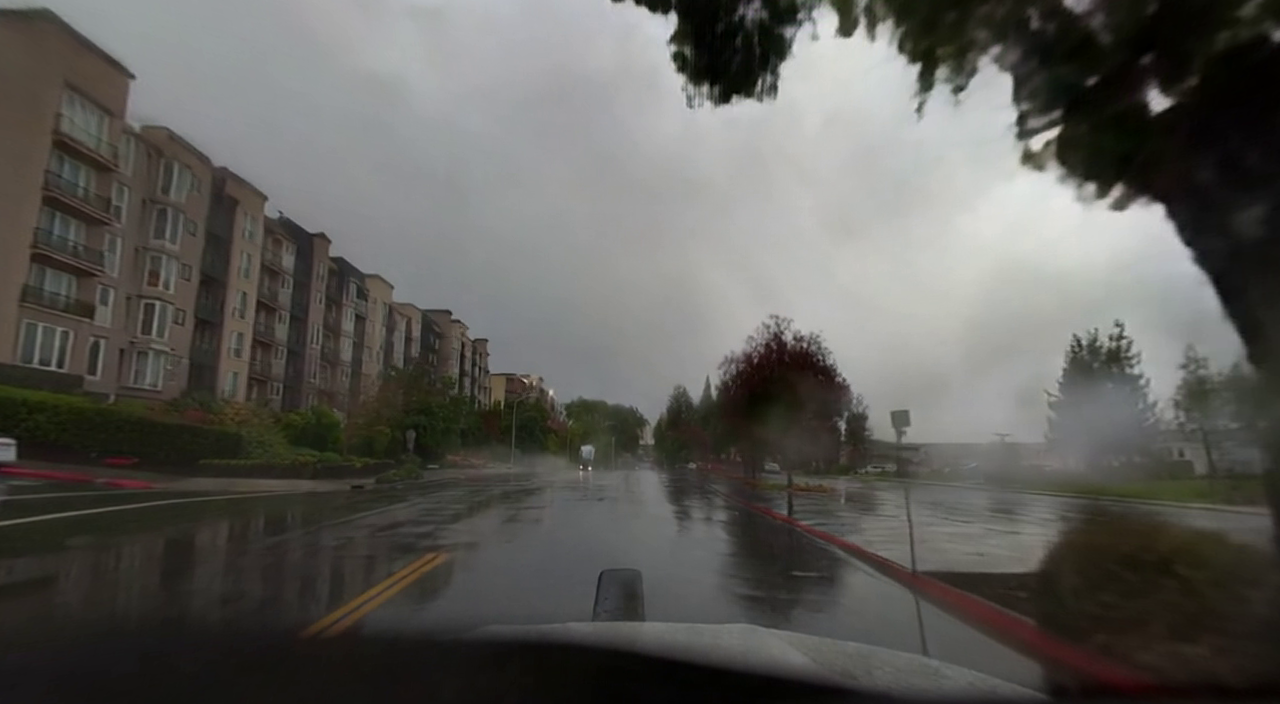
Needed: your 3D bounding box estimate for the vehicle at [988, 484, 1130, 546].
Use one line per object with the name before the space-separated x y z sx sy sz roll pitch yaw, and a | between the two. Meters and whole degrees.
vehicle | 16.843 6.524 25.803 2.144 1.939 4.973 0 -9 -3
